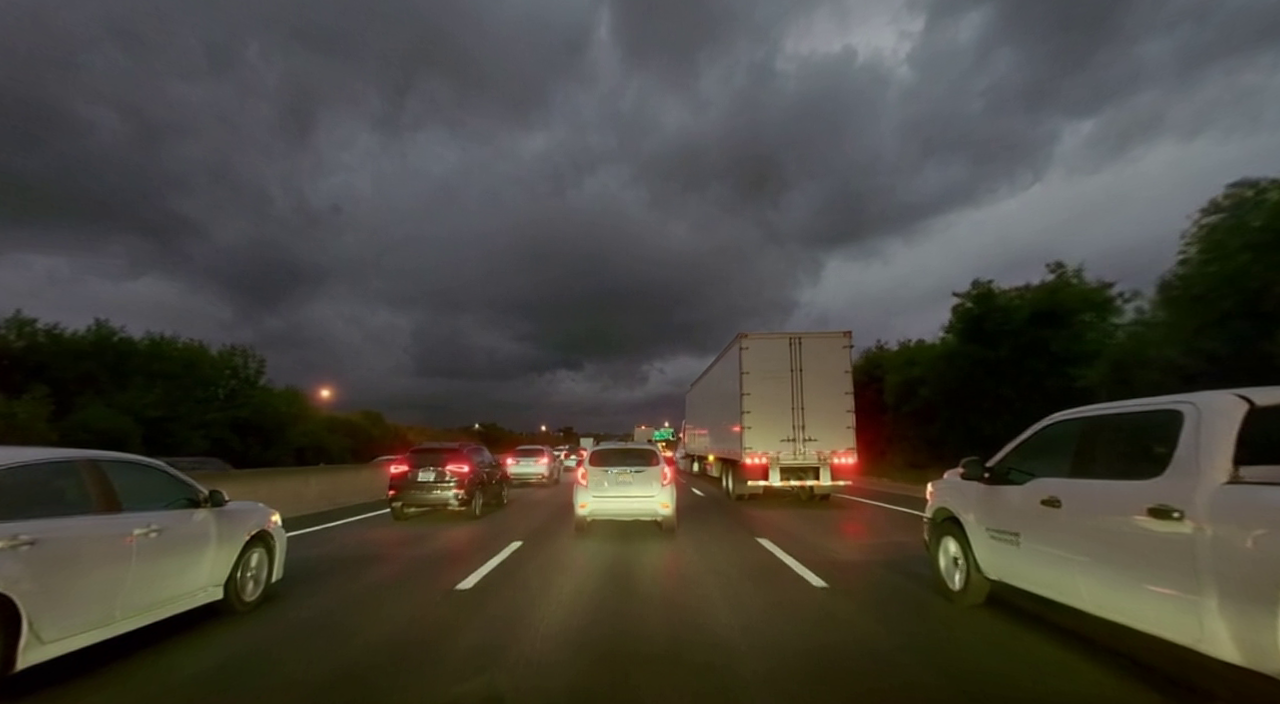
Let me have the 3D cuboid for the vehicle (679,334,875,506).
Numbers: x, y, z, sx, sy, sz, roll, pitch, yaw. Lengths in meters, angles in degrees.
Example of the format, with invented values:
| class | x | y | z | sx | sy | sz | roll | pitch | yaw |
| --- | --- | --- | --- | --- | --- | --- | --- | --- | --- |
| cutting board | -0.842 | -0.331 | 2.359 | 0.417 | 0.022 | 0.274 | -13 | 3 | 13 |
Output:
| class | x | y | z | sx | sy | sz | roll | pitch | yaw |
| --- | --- | --- | --- | --- | --- | --- | --- | --- | --- |
| vehicle | 3.734 | 2.805 | 22.877 | 3.186 | 4.111 | 15.553 | 0 | -9 | -2 |

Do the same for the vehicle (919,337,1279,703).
| class | x | y | z | sx | sy | sz | roll | pitch | yaw |
| --- | --- | --- | --- | --- | --- | --- | --- | --- | --- |
| vehicle | 3.639 | 0.964 | 3.454 | 2.076 | 1.751 | 4.666 | 0 | -9 | 0 |

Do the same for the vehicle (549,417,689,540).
| class | x | y | z | sx | sy | sz | roll | pitch | yaw |
| --- | --- | --- | --- | --- | --- | --- | --- | --- | --- |
| vehicle | -0.309 | 2.181 | 11.382 | 2.037 | 1.792 | 4.194 | 0 | -9 | 0 |

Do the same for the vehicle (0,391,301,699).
| class | x | y | z | sx | sy | sz | roll | pitch | yaw |
| --- | --- | --- | --- | --- | --- | --- | --- | --- | --- |
| vehicle | -4.299 | 1.173 | 4.271 | 1.789 | 1.620 | 3.841 | 0 | -9 | 1 |

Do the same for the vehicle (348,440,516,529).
| class | x | y | z | sx | sy | sz | roll | pitch | yaw |
| --- | --- | --- | --- | --- | --- | --- | --- | --- | --- |
| vehicle | -3.986 | 2.598 | 12.957 | 1.923 | 1.503 | 4.293 | 0 | -9 | 1 |

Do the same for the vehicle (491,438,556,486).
| class | x | y | z | sx | sy | sz | roll | pitch | yaw |
| --- | --- | --- | --- | --- | --- | --- | --- | --- | --- |
| vehicle | -4.737 | 4.554 | 26.255 | 1.959 | 1.808 | 3.790 | 0 | -9 | 0 |
